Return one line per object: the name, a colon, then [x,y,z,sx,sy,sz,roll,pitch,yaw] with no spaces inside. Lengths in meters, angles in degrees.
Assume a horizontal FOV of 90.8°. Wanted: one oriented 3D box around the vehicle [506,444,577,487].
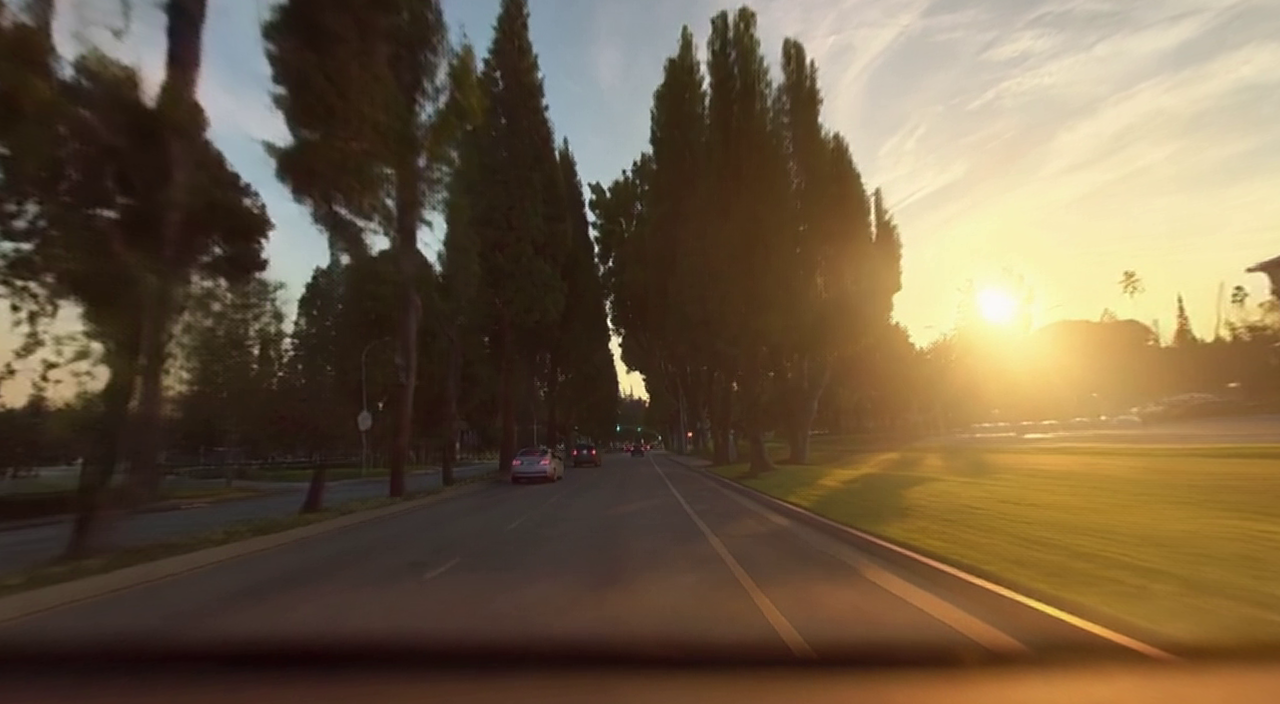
vehicle: [-3.583,4.197,23.734,1.932,1.431,4.144,0,-8,1]
